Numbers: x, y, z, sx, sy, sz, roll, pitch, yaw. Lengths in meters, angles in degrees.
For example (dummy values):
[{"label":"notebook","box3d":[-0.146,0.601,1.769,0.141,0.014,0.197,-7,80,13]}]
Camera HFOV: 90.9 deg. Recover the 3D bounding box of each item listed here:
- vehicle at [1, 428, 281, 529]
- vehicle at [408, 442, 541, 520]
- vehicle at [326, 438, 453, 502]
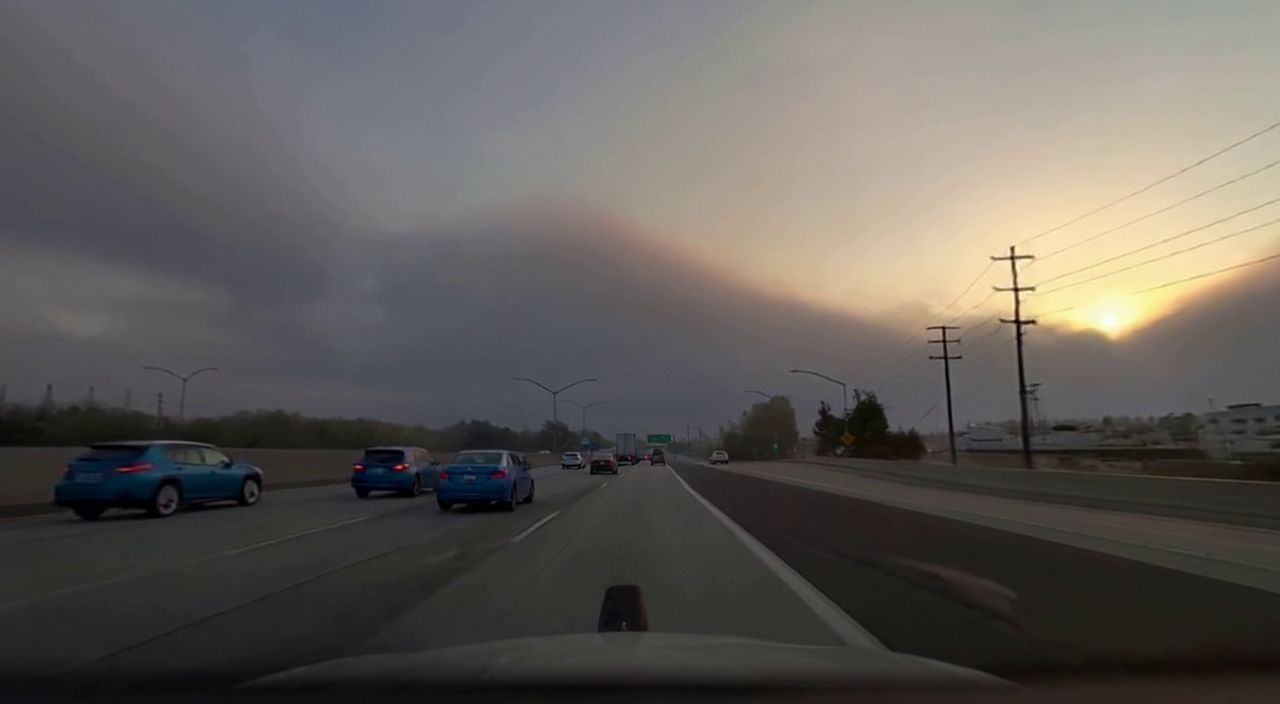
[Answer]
[{"label":"vehicle","box3d":[-10.556,2.683,14.065,2.044,1.810,5.016,0,-8,1]},{"label":"vehicle","box3d":[-3.580,2.843,14.418,1.953,1.511,3.704,0,-8,1]},{"label":"vehicle","box3d":[-7.332,3.482,19.025,1.970,1.682,4.297,0,-8,2]}]
